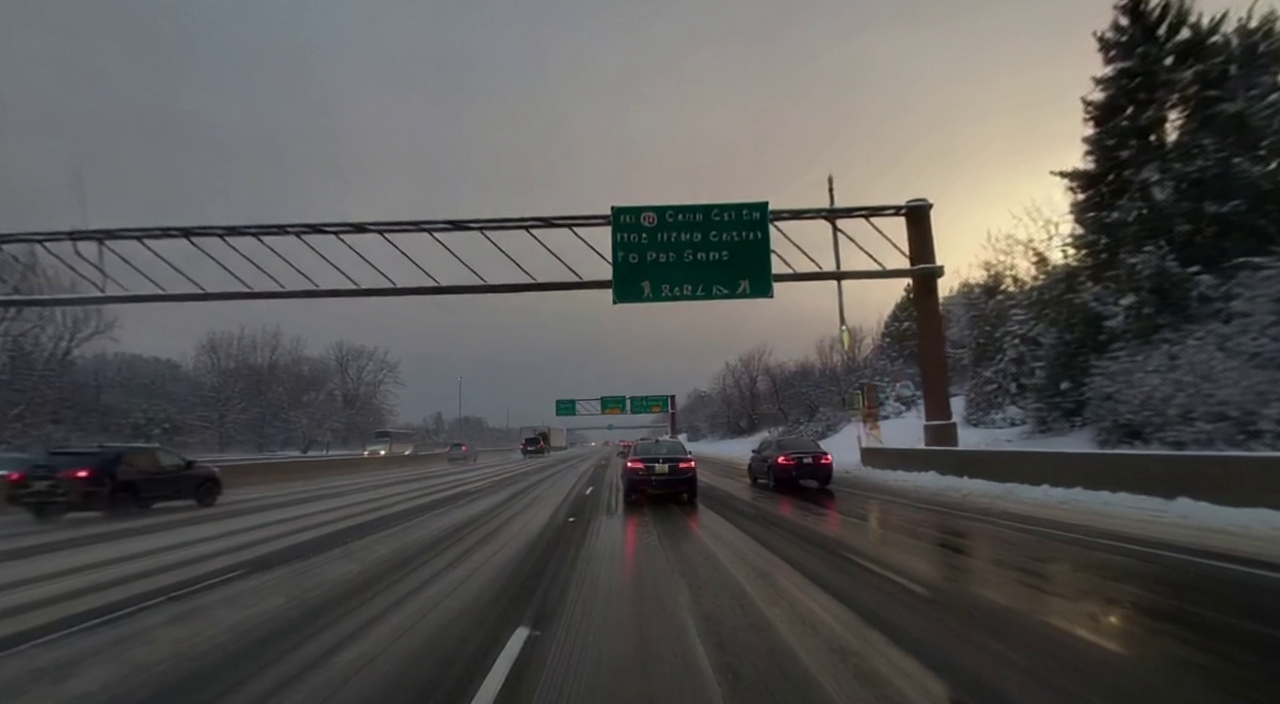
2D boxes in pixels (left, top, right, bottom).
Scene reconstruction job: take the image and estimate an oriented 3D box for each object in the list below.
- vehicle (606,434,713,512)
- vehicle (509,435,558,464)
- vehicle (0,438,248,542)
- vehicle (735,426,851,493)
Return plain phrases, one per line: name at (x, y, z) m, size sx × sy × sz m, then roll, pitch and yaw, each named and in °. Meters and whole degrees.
vehicle at (0.254, 2.632, 14.216) m, size 2.042 × 1.446 × 4.269 m, roll 0°, pitch -8°, yaw -3°
vehicle at (-7.490, 6.918, 44.977) m, size 2.486 × 1.856 × 6.310 m, roll 0°, pitch -8°, yaw -1°
vehicle at (-9.950, 2.427, 11.877) m, size 2.019 × 1.510 × 4.992 m, roll 0°, pitch -8°, yaw -1°
vehicle at (4.331, 3.119, 18.640) m, size 2.100 × 1.707 × 4.342 m, roll 0°, pitch -8°, yaw -3°
